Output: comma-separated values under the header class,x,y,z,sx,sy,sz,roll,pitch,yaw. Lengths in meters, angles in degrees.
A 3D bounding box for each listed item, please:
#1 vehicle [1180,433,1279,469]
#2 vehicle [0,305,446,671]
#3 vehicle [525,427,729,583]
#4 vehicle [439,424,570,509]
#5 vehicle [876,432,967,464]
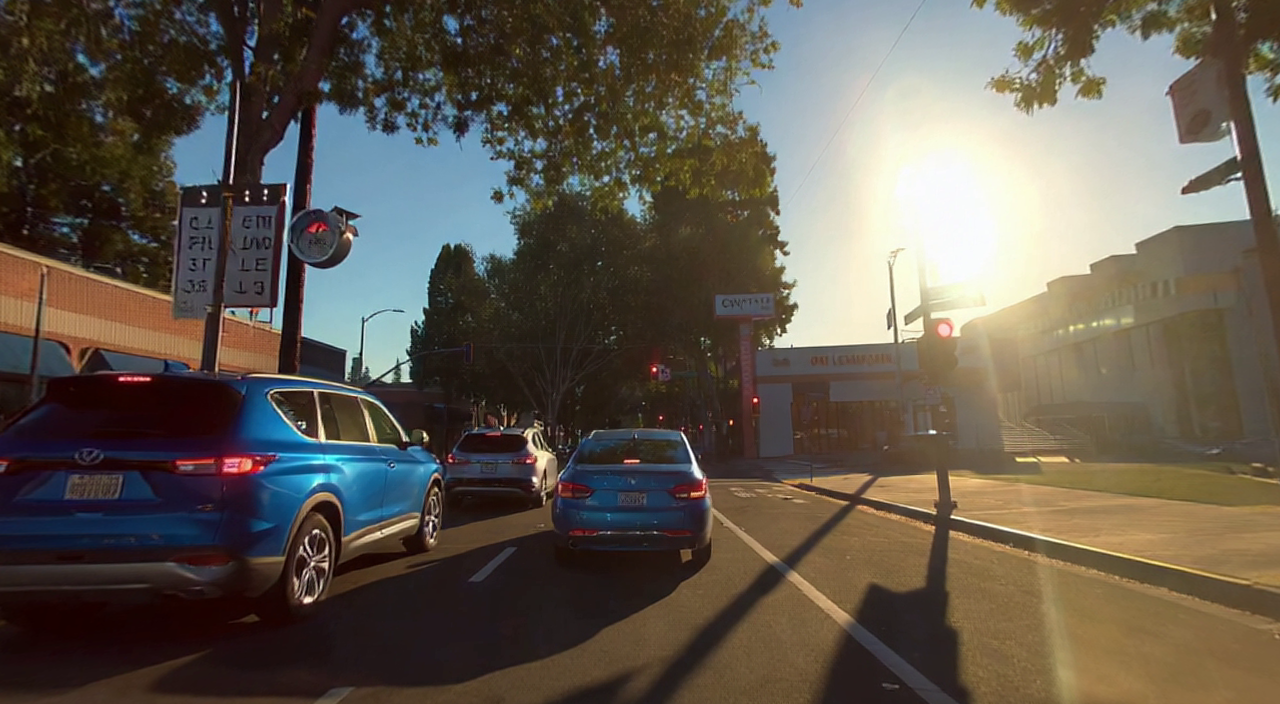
class,x,y,z,sx,sy,sz,roll,pitch,yaw
vehicle,26.805,4.278,27.104,1.845,1.476,4.809,3,-9,-23
vehicle,-3.821,1.134,6.220,2.152,2.118,5.066,0,-8,0
vehicle,-0.167,1.787,8.194,1.966,1.481,4.146,0,-8,-1
vehicle,-2.927,2.593,14.605,2.047,1.664,4.148,0,-8,1
vehicle,15.752,5.400,35.360,4.116,1.719,2.069,-1,-9,5
